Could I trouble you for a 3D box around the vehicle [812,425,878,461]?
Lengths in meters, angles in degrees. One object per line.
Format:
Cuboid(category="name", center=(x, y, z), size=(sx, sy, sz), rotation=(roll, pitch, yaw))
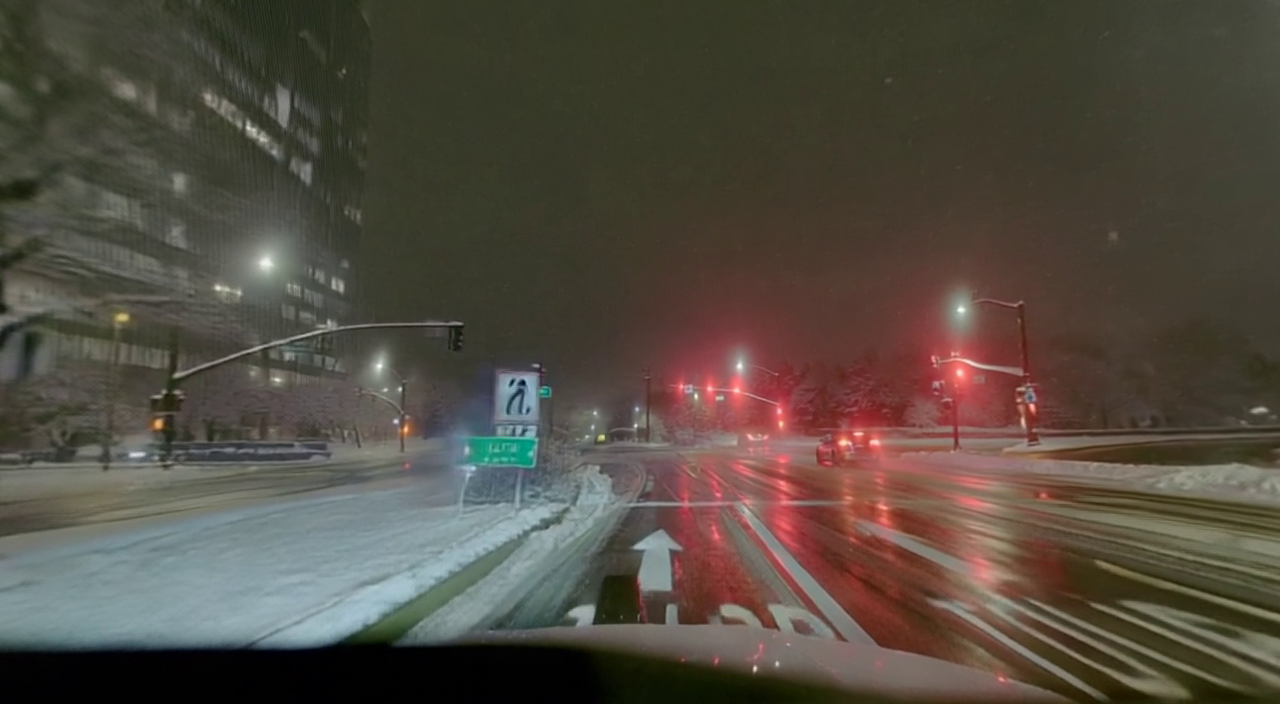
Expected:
Cuboid(category="vehicle", center=(11.364, 5.105, 35.366), size=(2.156, 1.881, 4.743), rotation=(0, -8, 1))
